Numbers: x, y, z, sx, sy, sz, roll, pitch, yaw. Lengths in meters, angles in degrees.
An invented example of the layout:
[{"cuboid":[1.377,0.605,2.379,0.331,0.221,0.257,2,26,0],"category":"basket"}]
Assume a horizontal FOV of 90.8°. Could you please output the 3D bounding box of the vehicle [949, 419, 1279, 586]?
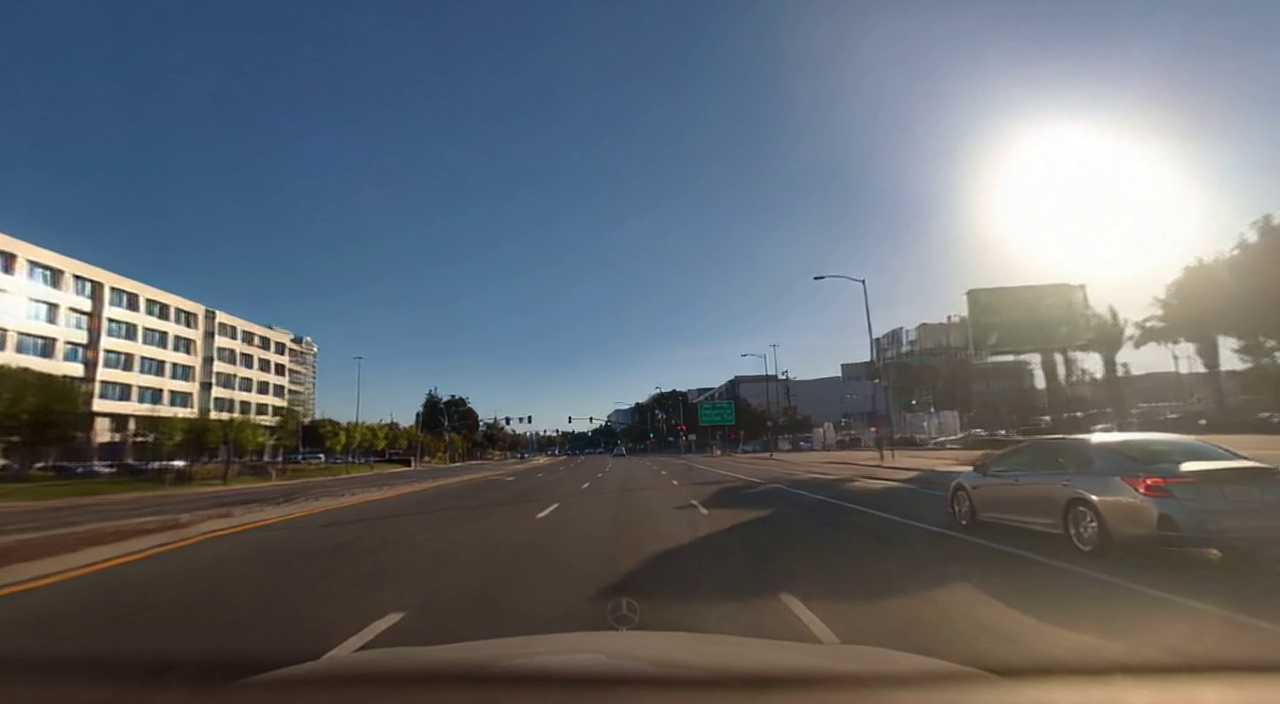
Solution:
[{"cuboid":[6.123,1.696,8.033,2.070,1.491,4.575,0,-9,0],"category":"vehicle"}]
